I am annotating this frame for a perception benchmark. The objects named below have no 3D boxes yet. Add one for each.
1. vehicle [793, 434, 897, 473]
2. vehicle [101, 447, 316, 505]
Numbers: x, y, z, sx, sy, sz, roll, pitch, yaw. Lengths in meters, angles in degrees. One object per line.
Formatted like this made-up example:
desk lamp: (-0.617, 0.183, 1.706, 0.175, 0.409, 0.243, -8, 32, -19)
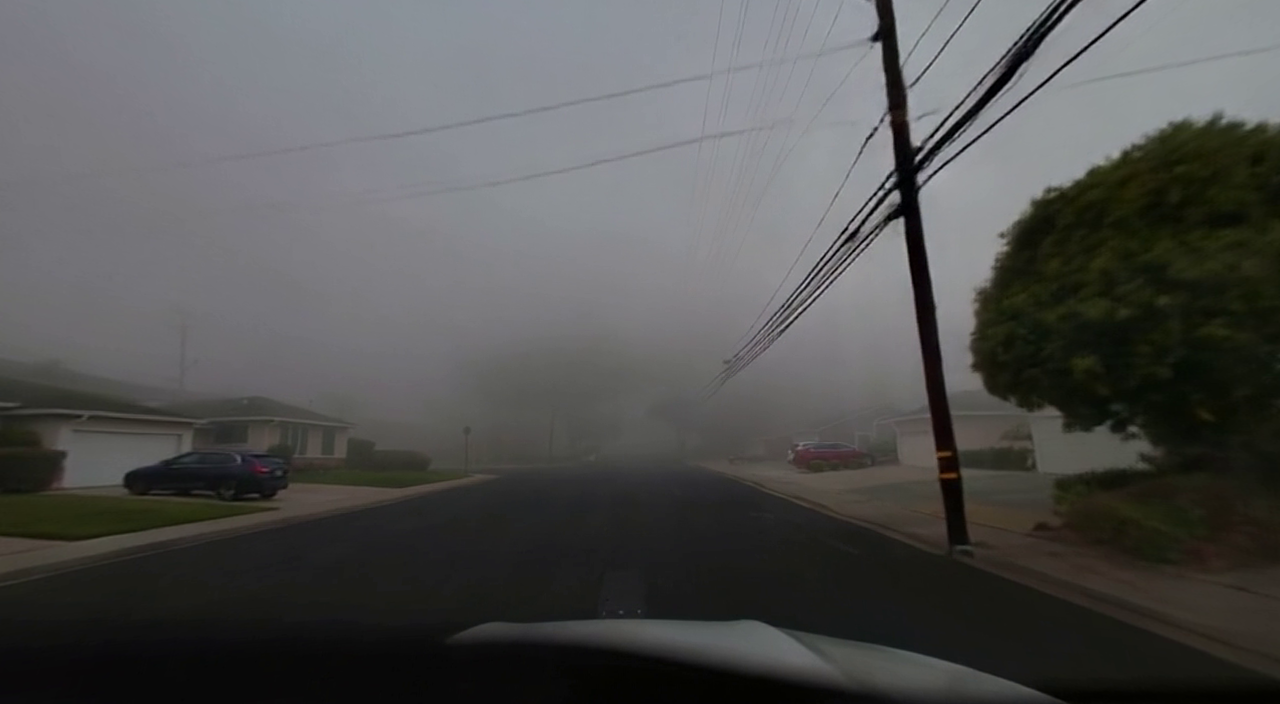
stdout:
vehicle: (10.538, 5.249, 32.782, 4.686, 1.786, 2.019, -3, -8, 6)
vehicle: (-12.568, 3.593, 18.625, 4.893, 1.567, 2.105, -1, -8, 5)
